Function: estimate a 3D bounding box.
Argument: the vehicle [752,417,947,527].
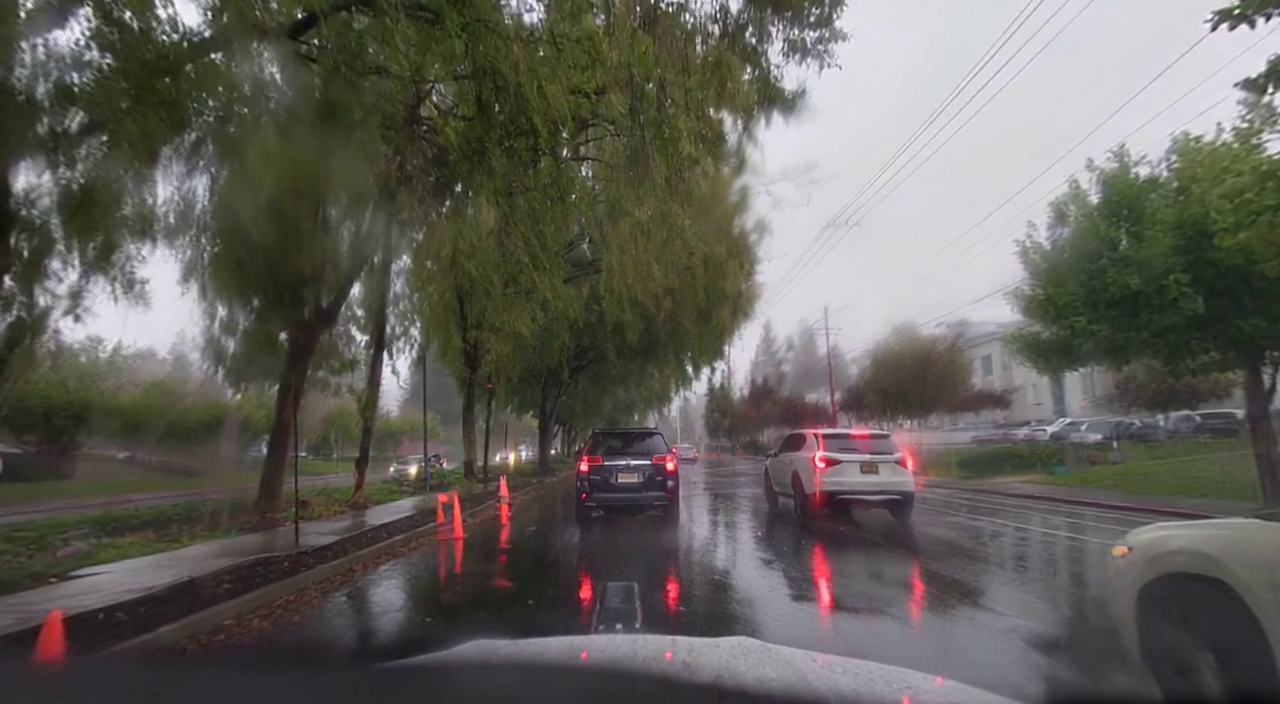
[{"bbox_3d":[3.796,2.276,12.543,2.116,1.726,4.672,0,-8,-2],"label":"vehicle"}]

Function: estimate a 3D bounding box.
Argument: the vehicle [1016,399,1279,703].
[{"bbox_3d":[3.443,0.807,1.746,1.977,1.460,4.565,-1,-8,0],"label":"vehicle"}]

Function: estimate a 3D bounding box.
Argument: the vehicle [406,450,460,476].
[{"bbox_3d":[-12.434,6.665,38.190,1.836,1.451,4.456,-1,-8,-1],"label":"vehicle"}]

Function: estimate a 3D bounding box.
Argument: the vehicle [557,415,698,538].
[{"bbox_3d":[-0.233,2.098,11.216,2.050,1.745,3.915,0,-8,-1],"label":"vehicle"}]
